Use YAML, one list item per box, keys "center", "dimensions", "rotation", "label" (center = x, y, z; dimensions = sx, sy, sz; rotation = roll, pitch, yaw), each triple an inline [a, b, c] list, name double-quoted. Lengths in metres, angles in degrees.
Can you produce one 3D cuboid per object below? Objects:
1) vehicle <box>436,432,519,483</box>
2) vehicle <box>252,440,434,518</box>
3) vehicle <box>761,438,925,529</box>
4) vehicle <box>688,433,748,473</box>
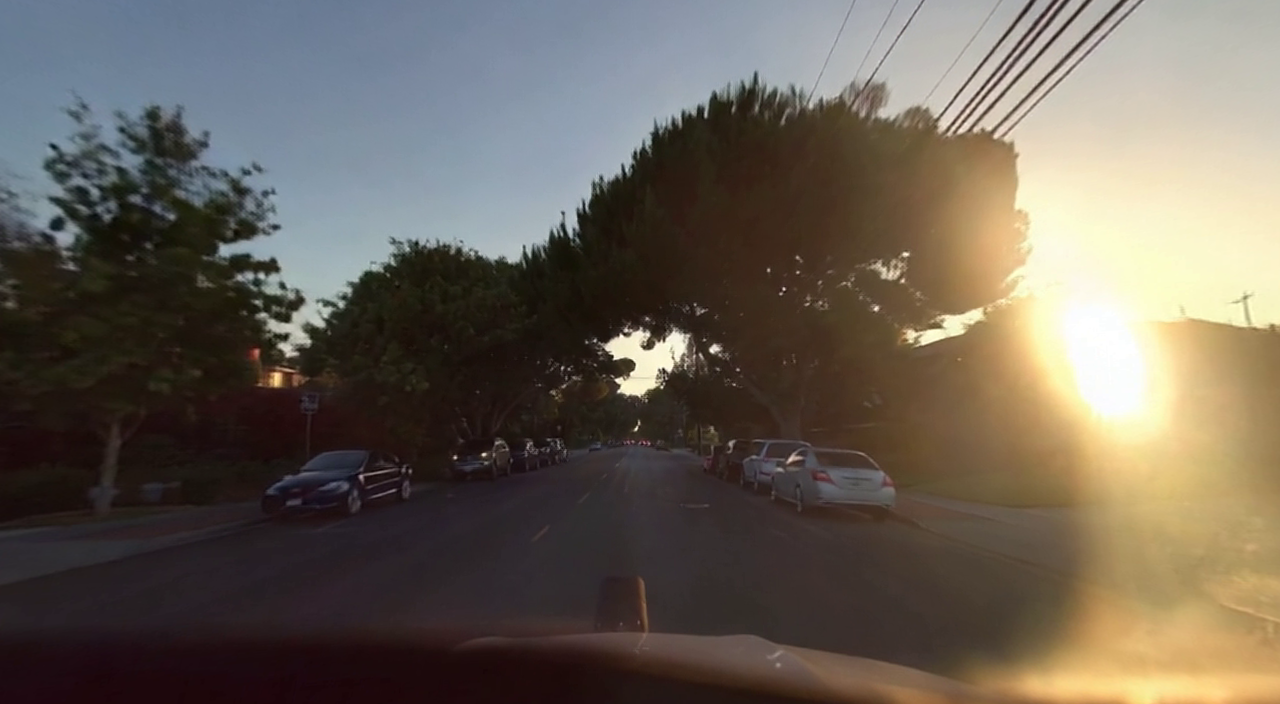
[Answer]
- center: [-6.301, 4.155, 25.079]
  dimensions: [2.031, 1.799, 4.587]
  rotation: [0, -8, 0]
  label: "vehicle"
- center: [-6.424, 2.763, 14.341]
  dimensions: [2.031, 1.454, 4.410]
  rotation: [1, -8, -1]
  label: "vehicle"
- center: [3.683, 2.434, 12.385]
  dimensions: [1.763, 1.432, 4.323]
  rotation: [1, -8, 0]
  label: "vehicle"
- center: [3.672, 4.899, 30.870]
  dimensions: [2.178, 1.757, 5.495]
  rotation: [1, -8, -1]
  label: "vehicle"
